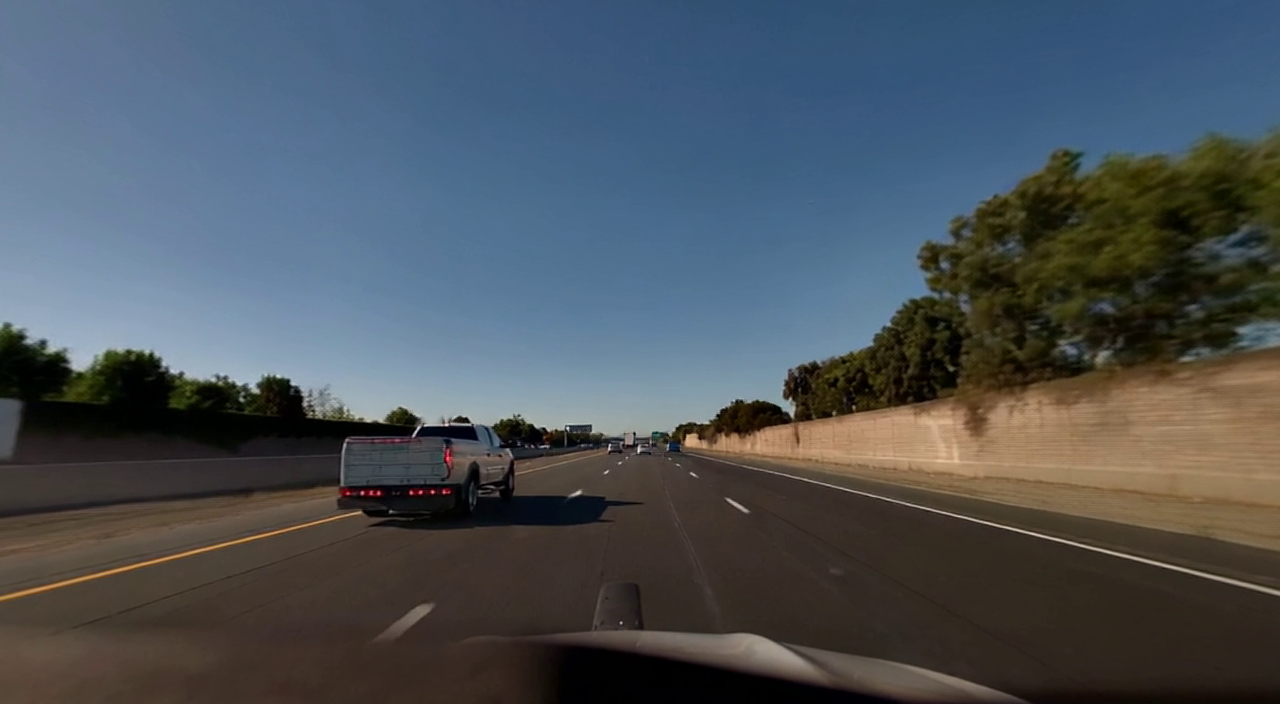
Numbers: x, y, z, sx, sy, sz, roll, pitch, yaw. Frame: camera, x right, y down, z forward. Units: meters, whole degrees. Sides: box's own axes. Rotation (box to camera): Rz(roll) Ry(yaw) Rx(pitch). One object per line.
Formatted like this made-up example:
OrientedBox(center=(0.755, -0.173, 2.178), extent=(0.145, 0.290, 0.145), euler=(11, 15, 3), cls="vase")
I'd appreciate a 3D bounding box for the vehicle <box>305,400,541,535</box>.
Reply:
OrientedBox(center=(-3.558, 2.061, 11.875), extent=(2.379, 1.918, 5.504), euler=(0, -8, 1), cls="vehicle")
